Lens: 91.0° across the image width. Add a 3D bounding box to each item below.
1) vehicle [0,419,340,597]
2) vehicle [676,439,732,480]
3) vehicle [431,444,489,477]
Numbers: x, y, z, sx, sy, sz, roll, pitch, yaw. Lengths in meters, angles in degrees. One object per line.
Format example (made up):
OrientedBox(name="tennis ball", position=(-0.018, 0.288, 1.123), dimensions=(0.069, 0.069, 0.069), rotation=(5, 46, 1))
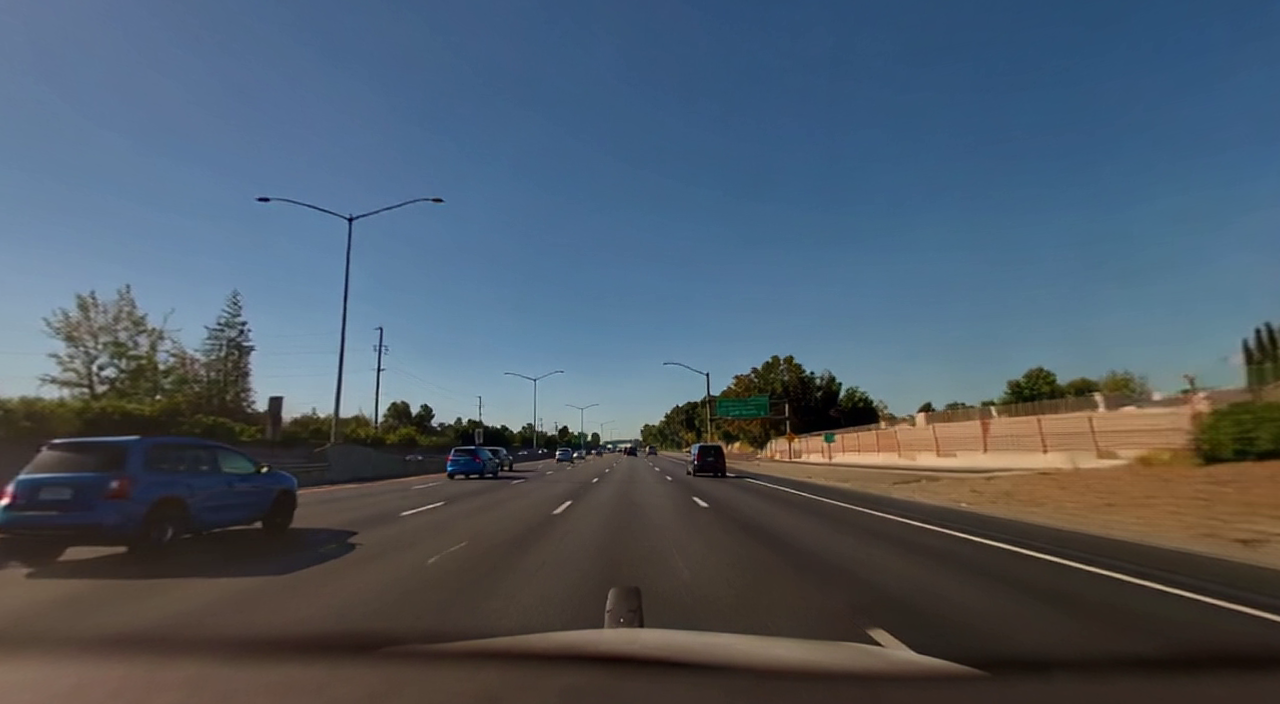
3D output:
OrientedBox(name="vehicle", position=(-6.974, 1.998, 9.180), dimensions=(2.524, 1.806, 5.325), rotation=(0, -9, 1))
OrientedBox(name="vehicle", position=(3.164, 5.454, 32.162), dimensions=(2.184, 1.892, 4.763), rotation=(0, -9, -2))
OrientedBox(name="vehicle", position=(-10.974, 6.608, 38.646), dimensions=(2.137, 1.873, 4.687), rotation=(0, -9, 0))
